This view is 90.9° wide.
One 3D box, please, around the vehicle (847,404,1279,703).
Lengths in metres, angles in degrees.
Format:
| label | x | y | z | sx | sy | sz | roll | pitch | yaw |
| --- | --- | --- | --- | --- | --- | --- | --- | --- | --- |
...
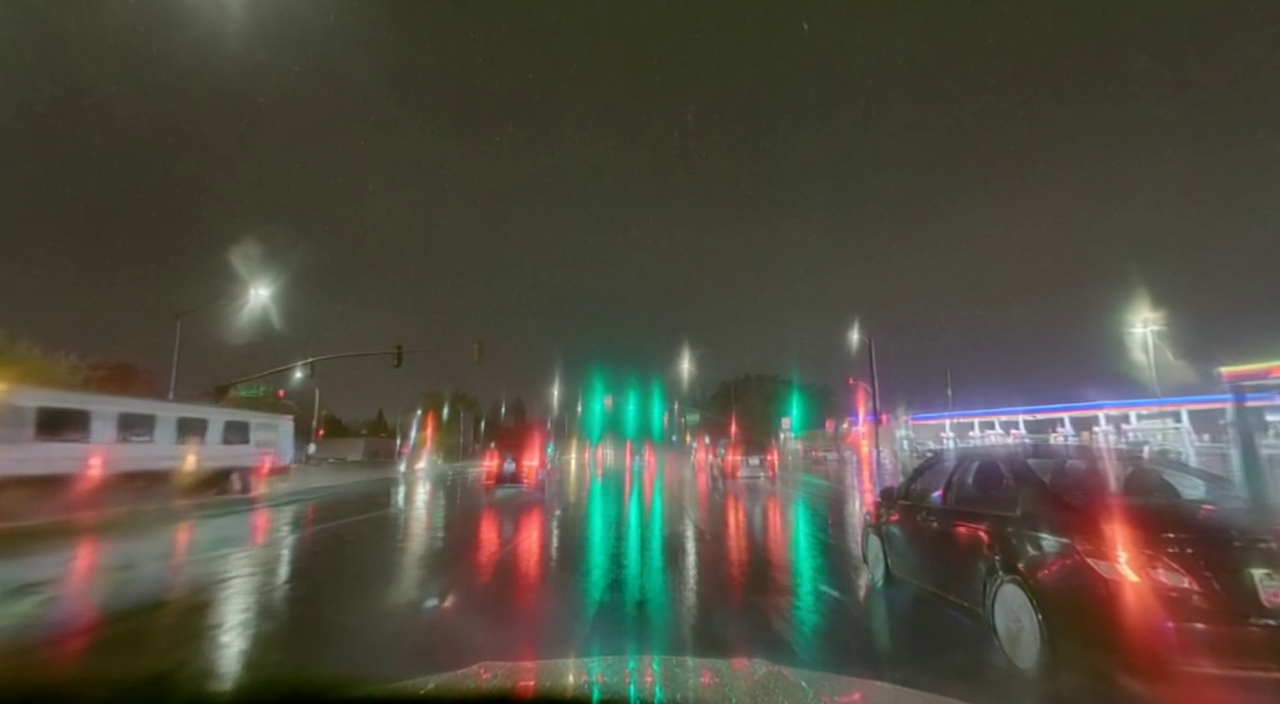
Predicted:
| label | x | y | z | sx | sy | sz | roll | pitch | yaw |
| --- | --- | --- | --- | --- | --- | --- | --- | --- | --- |
| vehicle | 3.510 | 1.327 | 5.103 | 2.038 | 1.499 | 4.868 | 0 | -8 | 1 |

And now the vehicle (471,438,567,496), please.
| label | x | y | z | sx | sy | sz | roll | pitch | yaw |
| --- | --- | --- | --- | --- | --- | --- | --- | --- | --- |
| vehicle | -3.617 | 3.515 | 19.684 | 2.023 | 1.607 | 4.086 | -1 | -8 | 2 |

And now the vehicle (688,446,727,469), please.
| label | x | y | z | sx | sy | sz | roll | pitch | yaw |
| --- | --- | --- | --- | --- | --- | --- | --- | --- | --- |
| vehicle | 4.449 | 7.052 | 42.264 | 2.174 | 1.462 | 4.400 | 0 | -8 | 1 |

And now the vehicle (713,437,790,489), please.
| label | x | y | z | sx | sy | sz | roll | pitch | yaw |
| --- | --- | --- | --- | --- | --- | --- | --- | --- | --- |
| vehicle | 3.925 | 3.995 | 22.991 | 2.022 | 1.683 | 4.171 | 0 | -8 | 0 |

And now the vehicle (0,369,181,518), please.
| label | x | y | z | sx | sy | sz | roll | pitch | yaw |
| --- | --- | --- | --- | --- | --- | --- | --- | --- | --- |
| vehicle | -16.054 | 2.085 | 14.260 | 3.228 | 3.319 | 10.706 | 0 | -8 | 0 |

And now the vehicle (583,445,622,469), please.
| label | x | y | z | sx | sy | sz | roll | pitch | yaw |
| --- | --- | --- | --- | --- | --- | --- | --- | --- | --- |
| vehicle | -2.444 | 6.938 | 41.818 | 2.192 | 1.463 | 4.211 | -1 | -8 | 2 |

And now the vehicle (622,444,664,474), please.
| label | x | y | z | sx | sy | sz | roll | pitch | yaw |
| --- | --- | --- | --- | --- | --- | --- | --- | --- | --- |
| vehicle | 0.190 | 5.743 | 34.121 | 2.104 | 1.477 | 4.591 | 0 | -8 | 1 |
